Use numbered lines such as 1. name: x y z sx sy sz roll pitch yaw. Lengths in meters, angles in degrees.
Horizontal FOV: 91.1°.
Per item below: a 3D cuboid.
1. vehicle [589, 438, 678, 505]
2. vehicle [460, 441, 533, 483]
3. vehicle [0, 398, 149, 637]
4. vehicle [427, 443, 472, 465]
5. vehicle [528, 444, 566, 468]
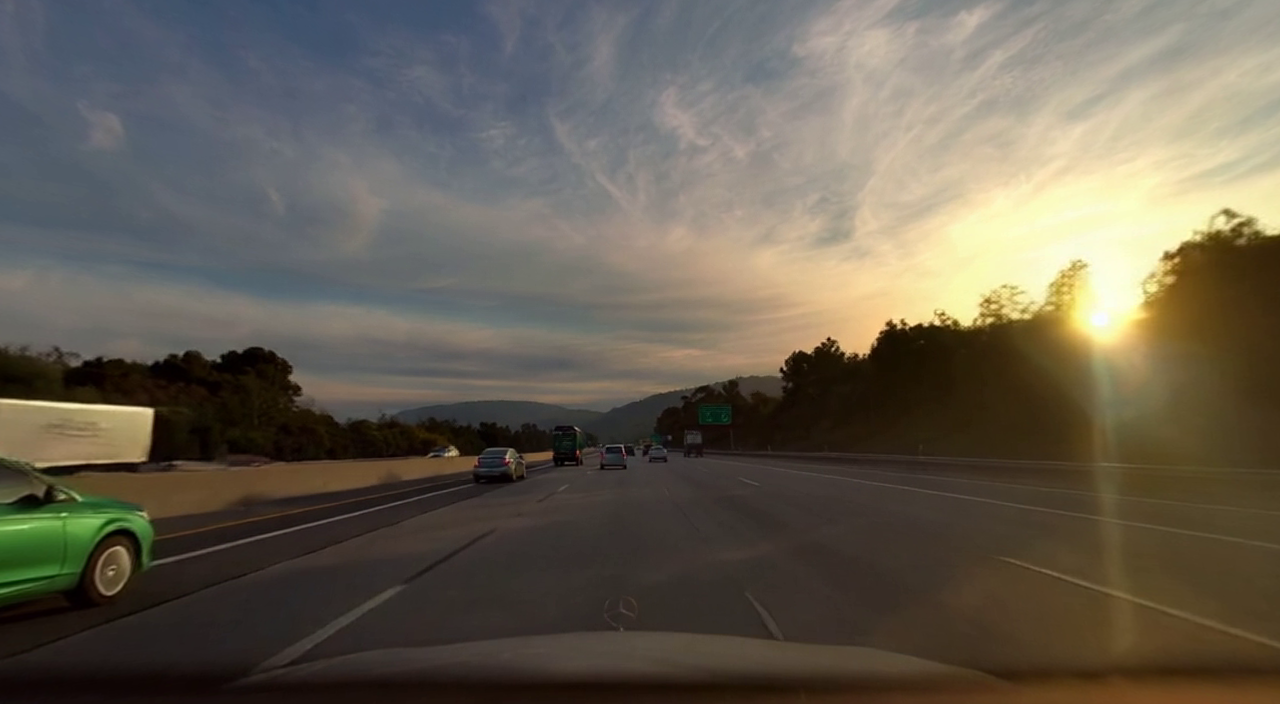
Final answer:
1. vehicle: -0.182 2.892 15.578 1.940 1.451 3.512 0 -9 -1
2. vehicle: -5.509 4.263 24.667 1.892 1.481 4.180 0 -9 -1
3. vehicle: -5.398 1.019 3.511 2.058 1.626 4.118 0 -9 -2
4. vehicle: -14.645 7.850 48.616 2.121 1.609 4.678 0 -9 -1
5. vehicle: -5.809 6.549 39.720 1.814 1.417 3.860 0 -9 0
